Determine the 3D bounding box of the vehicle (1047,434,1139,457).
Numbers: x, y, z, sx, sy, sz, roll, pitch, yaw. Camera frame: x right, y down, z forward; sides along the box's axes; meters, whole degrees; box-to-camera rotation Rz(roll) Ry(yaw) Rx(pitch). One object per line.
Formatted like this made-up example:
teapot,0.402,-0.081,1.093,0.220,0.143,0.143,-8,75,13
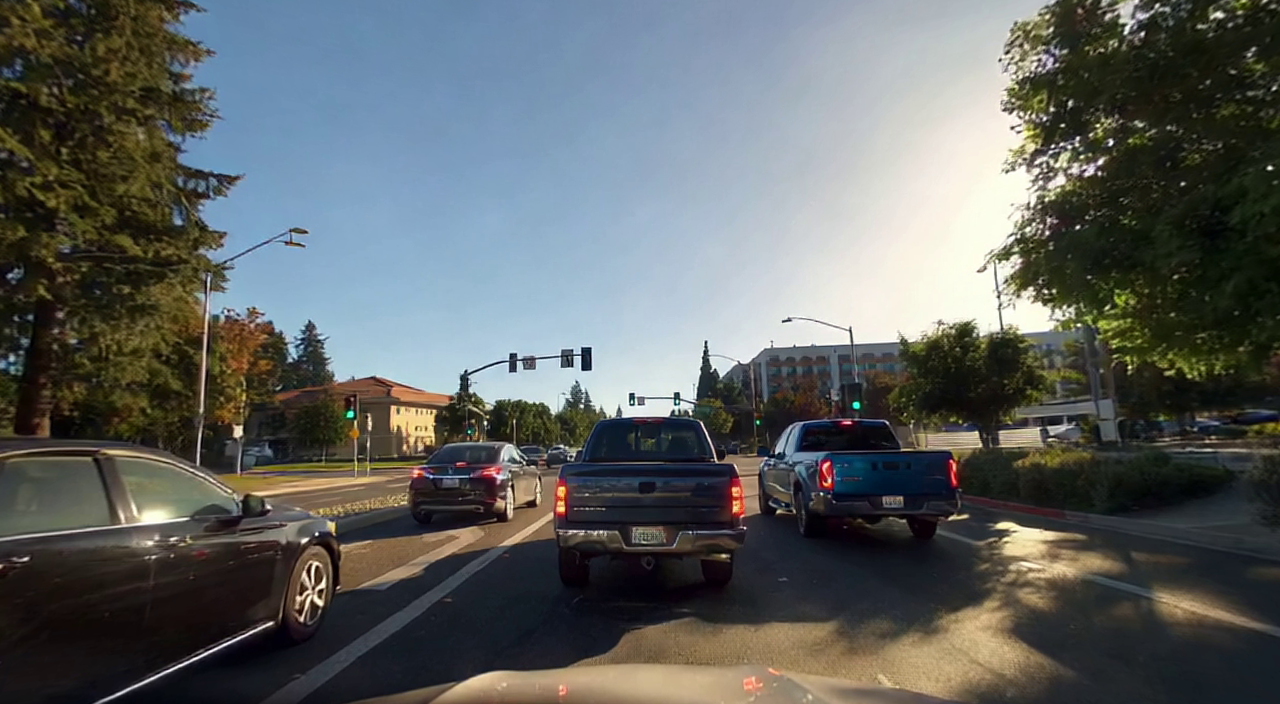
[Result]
vehicle,32.764,6.769,45.725,4.869,1.622,2.230,0,-8,0

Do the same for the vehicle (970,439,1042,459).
vehicle,26.528,7.025,45.808,4.180,1.376,1.583,0,-8,2

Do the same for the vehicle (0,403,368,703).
vehicle,-3.068,0.984,2.542,1.909,1.476,4.751,0,-8,-1

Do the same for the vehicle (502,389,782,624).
vehicle,0.030,1.457,6.810,2.113,1.768,3.901,0,-8,0

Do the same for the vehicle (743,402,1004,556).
vehicle,3.346,1.982,10.615,2.408,1.908,5.355,0,-8,1

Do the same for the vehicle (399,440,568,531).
vehicle,-2.813,2.512,12.585,2.072,1.450,4.612,0,-8,1
